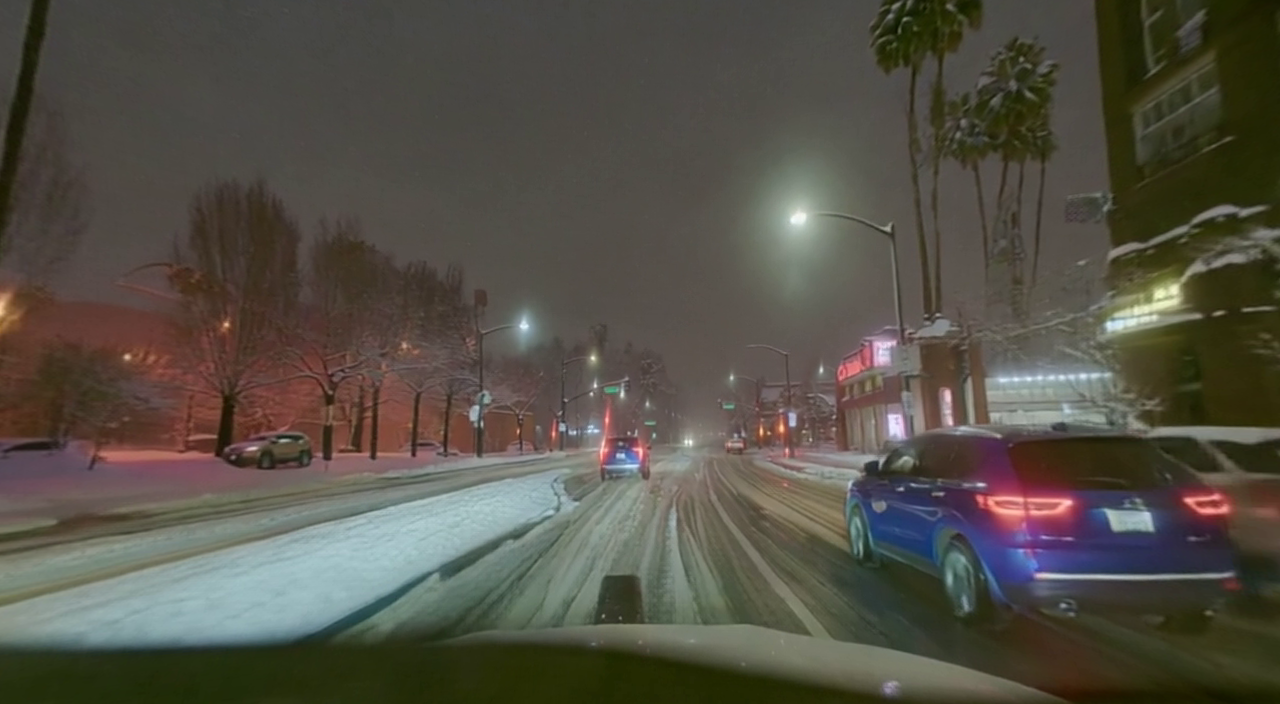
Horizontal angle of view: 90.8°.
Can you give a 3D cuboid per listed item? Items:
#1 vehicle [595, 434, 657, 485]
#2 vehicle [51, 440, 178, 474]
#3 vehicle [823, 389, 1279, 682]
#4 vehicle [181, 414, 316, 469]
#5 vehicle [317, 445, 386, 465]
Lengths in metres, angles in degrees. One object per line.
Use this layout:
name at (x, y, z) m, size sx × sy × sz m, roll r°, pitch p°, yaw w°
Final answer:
vehicle at (-0.463, 3.903, 23.251) m, size 2.063 × 1.664 × 4.471 m, roll 0°, pitch -9°, yaw 0°
vehicle at (-29.200, 5.815, 35.326) m, size 1.863 × 1.733 × 4.974 m, roll -5°, pitch -10°, yaw 27°
vehicle at (3.315, 1.366, 5.841) m, size 1.983 × 1.654 × 4.354 m, roll 0°, pitch -9°, yaw 1°
vehicle at (-20.873, 4.867, 34.093) m, size 2.198 × 2.684 × 5.751 m, roll -4°, pitch -10°, yaw 25°
vehicle at (-22.190, 7.948, 48.847) m, size 1.800 × 1.462 × 4.752 m, roll -4°, pitch -9°, yaw 25°
